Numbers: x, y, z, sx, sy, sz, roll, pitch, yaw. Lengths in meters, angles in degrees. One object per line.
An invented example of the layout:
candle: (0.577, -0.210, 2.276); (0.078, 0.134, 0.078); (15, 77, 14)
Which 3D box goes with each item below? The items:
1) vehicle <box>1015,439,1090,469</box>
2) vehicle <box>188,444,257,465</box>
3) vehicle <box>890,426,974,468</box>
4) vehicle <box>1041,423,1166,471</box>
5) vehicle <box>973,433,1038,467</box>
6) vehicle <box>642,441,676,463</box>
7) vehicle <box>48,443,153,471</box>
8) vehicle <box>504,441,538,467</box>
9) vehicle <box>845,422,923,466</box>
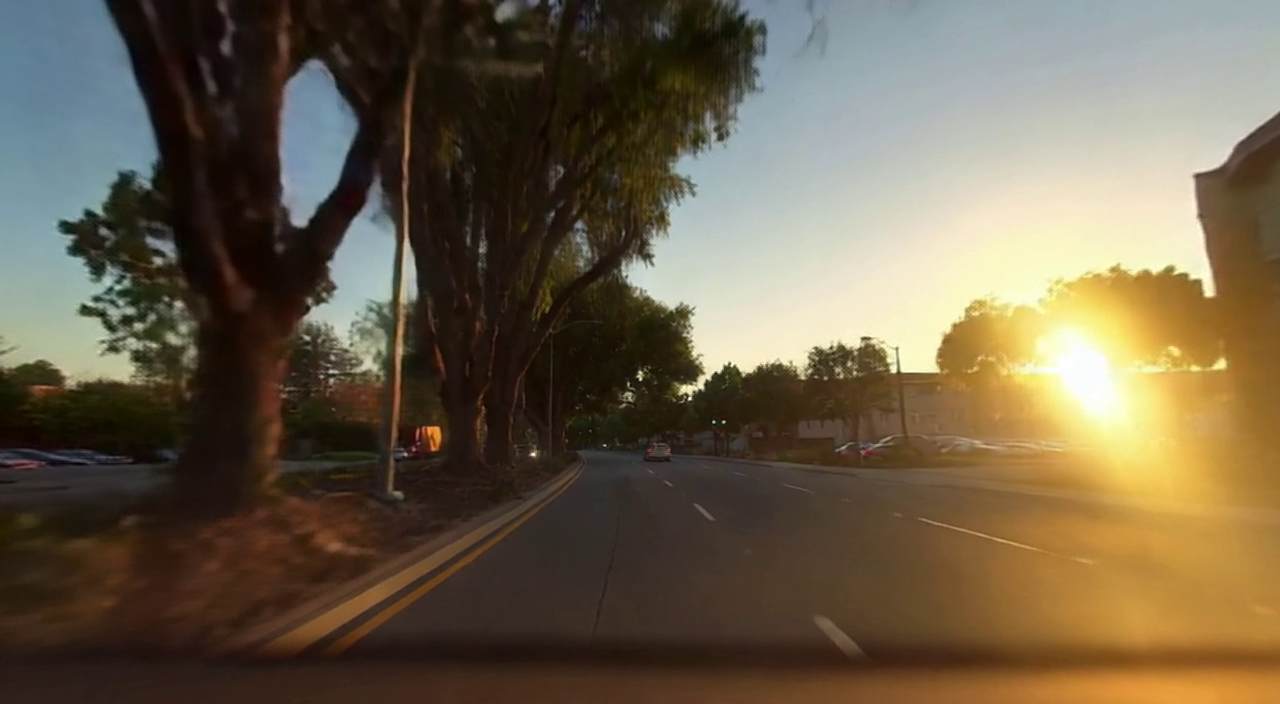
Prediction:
vehicle: (25.422, 6.269, 39.097); (1.917, 1.720, 4.071); (0, -8, 1)
vehicle: (-32.083, 7.906, 48.624); (3.952, 1.462, 1.857); (2, -6, -8)
vehicle: (18.009, 5.828, 38.824); (2.727, 2.396, 5.918); (-9, -12, 43)
vehicle: (28.529, 5.910, 39.347); (2.248, 2.714, 6.788); (1, -8, -4)
vehicle: (22.417, 6.046, 39.043); (2.747, 1.912, 6.426); (-4, -9, 25)
vehicle: (1.315, 7.171, 45.284); (1.913, 1.473, 4.360); (0, -9, -5)
vehicle: (-31.892, 6.196, 37.477); (4.240, 1.576, 2.038); (0, -9, -4)
vehicle: (-8.604, 7.292, 45.457); (2.180, 1.556, 5.130); (2, -7, -11)
vehicle: (15.848, 5.952, 40.804); (5.908, 2.641, 2.303); (8, -12, -44)
